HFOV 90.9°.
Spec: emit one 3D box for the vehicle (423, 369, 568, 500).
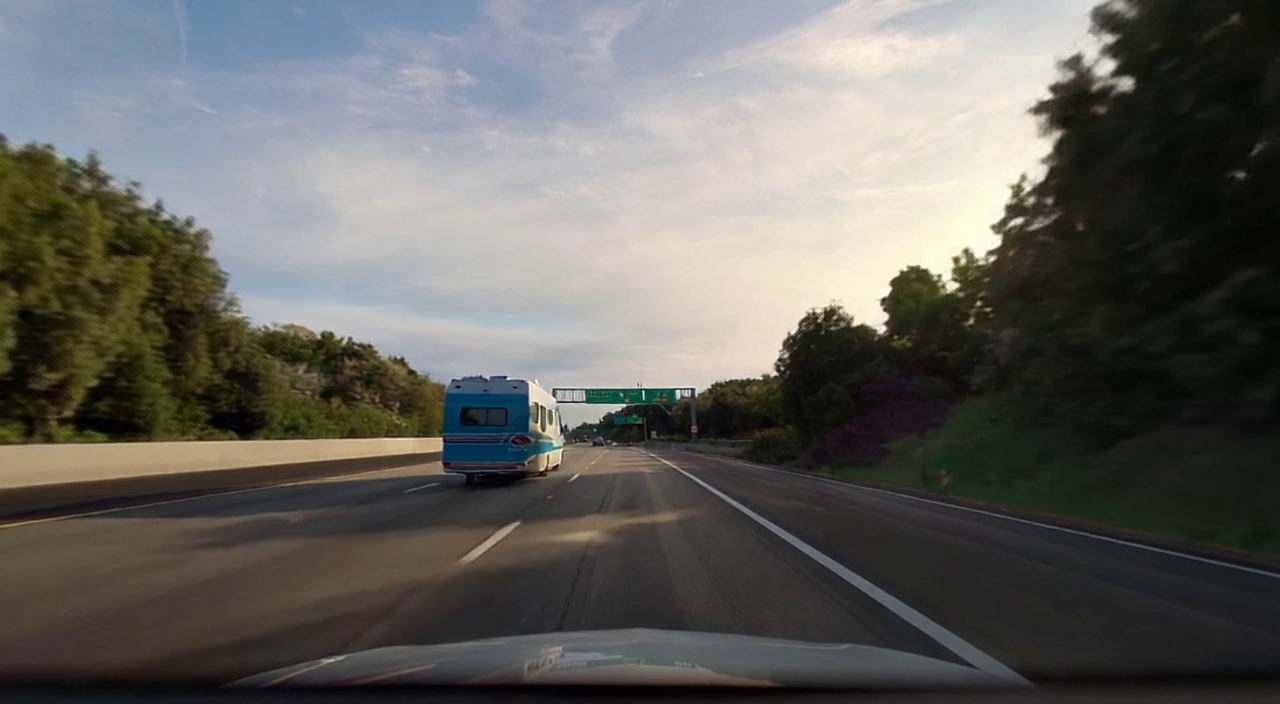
[{"bbox_3d":[-4.026,2.515,19.464,2.676,3.269,7.388,0,-7,0],"label":"vehicle"}]
